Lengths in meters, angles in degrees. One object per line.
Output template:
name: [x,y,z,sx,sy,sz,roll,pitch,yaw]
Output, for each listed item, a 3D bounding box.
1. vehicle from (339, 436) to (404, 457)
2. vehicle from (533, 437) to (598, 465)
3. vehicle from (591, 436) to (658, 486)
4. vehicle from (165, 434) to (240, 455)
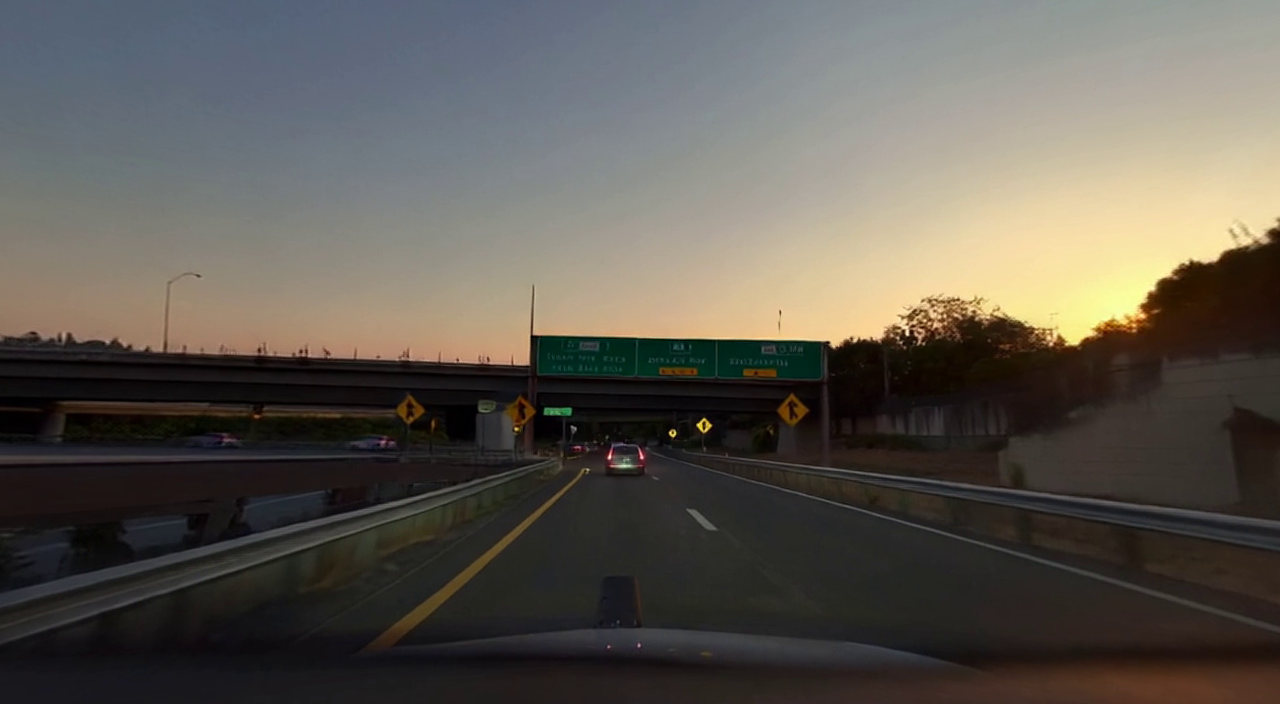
vehicle: [-19.728,6.979,46.067,3.904,1.482,1.834,-1,-9,7]
vehicle: [-4.467,5.838,36.918,2.018,1.505,4.278,6,-11,-34]
vehicle: [-0.529,3.612,20.943,2.006,1.486,3.950,0,-9,-2]
vehicle: [-32.029,6.780,45.977,4.005,1.472,1.807,1,-9,-4]
